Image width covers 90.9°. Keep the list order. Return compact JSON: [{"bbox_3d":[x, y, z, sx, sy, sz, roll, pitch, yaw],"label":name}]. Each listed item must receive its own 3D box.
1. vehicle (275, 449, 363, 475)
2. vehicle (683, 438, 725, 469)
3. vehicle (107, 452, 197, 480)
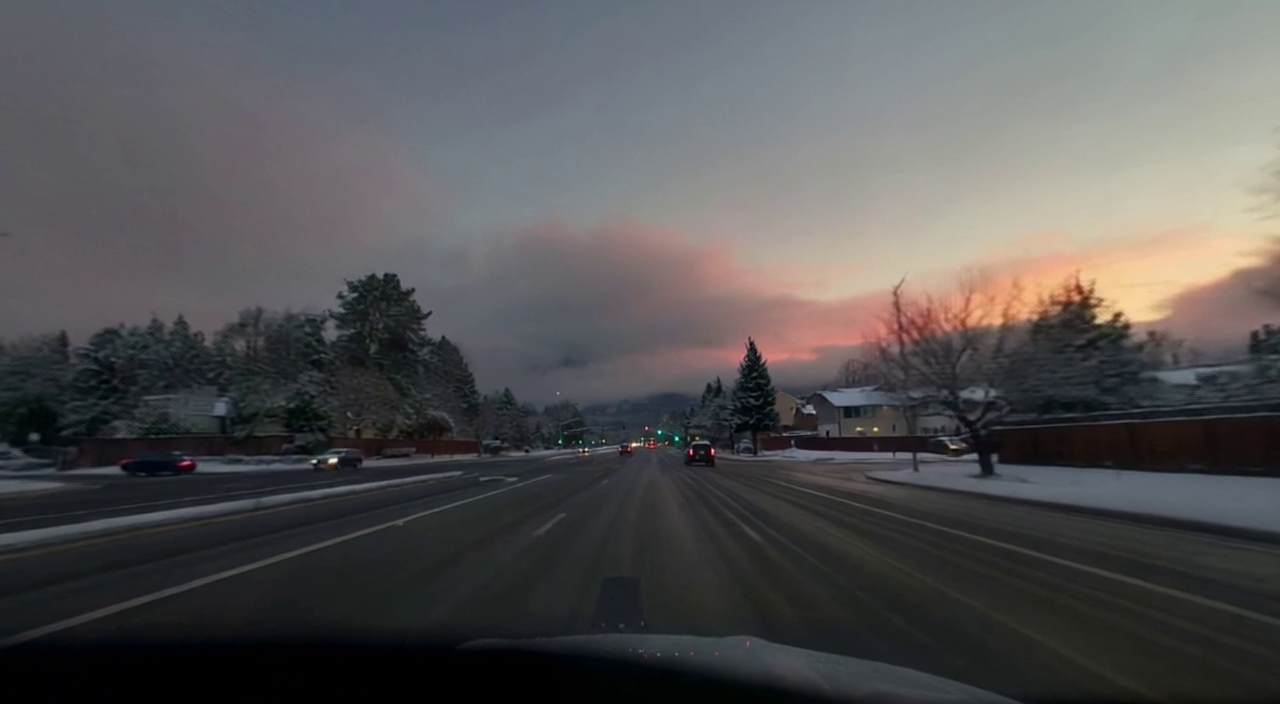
[{"bbox_3d":[-19.651,6.733,38.730,4.351,1.489,1.890,0,-8,-1],"label":"vehicle"},{"bbox_3d":[3.960,6.345,39.529,2.114,1.780,4.445,0,-8,0],"label":"vehicle"},{"bbox_3d":[-27.811,6.478,35.943,4.317,1.476,1.910,-3,-9,19],"label":"vehicle"}]
